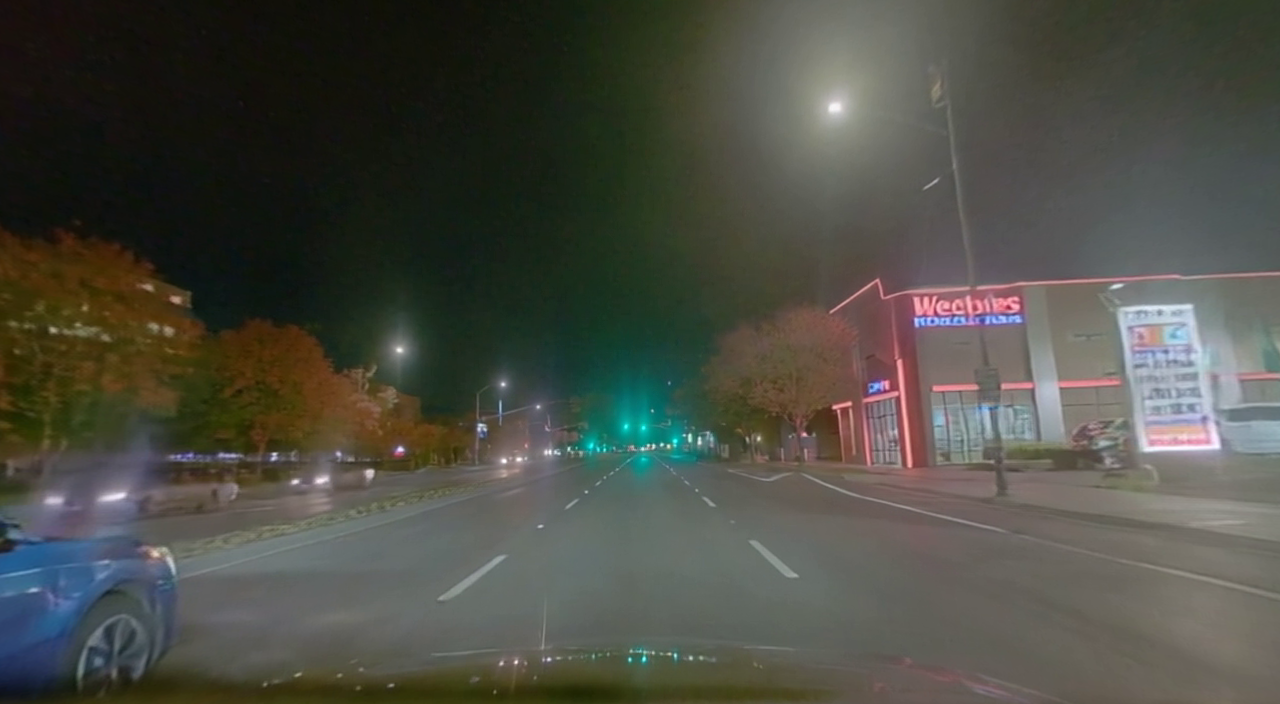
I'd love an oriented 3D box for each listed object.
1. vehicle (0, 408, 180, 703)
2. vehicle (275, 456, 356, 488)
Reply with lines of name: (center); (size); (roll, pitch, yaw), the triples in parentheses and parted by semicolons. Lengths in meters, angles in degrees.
vehicle: (-3.082, 0.677, 0.406); (2.082, 1.460, 4.636); (0, -9, 0)
vehicle: (-18.226, 6.759, 35.713); (2.054, 1.534, 4.704); (-2, -9, 0)
